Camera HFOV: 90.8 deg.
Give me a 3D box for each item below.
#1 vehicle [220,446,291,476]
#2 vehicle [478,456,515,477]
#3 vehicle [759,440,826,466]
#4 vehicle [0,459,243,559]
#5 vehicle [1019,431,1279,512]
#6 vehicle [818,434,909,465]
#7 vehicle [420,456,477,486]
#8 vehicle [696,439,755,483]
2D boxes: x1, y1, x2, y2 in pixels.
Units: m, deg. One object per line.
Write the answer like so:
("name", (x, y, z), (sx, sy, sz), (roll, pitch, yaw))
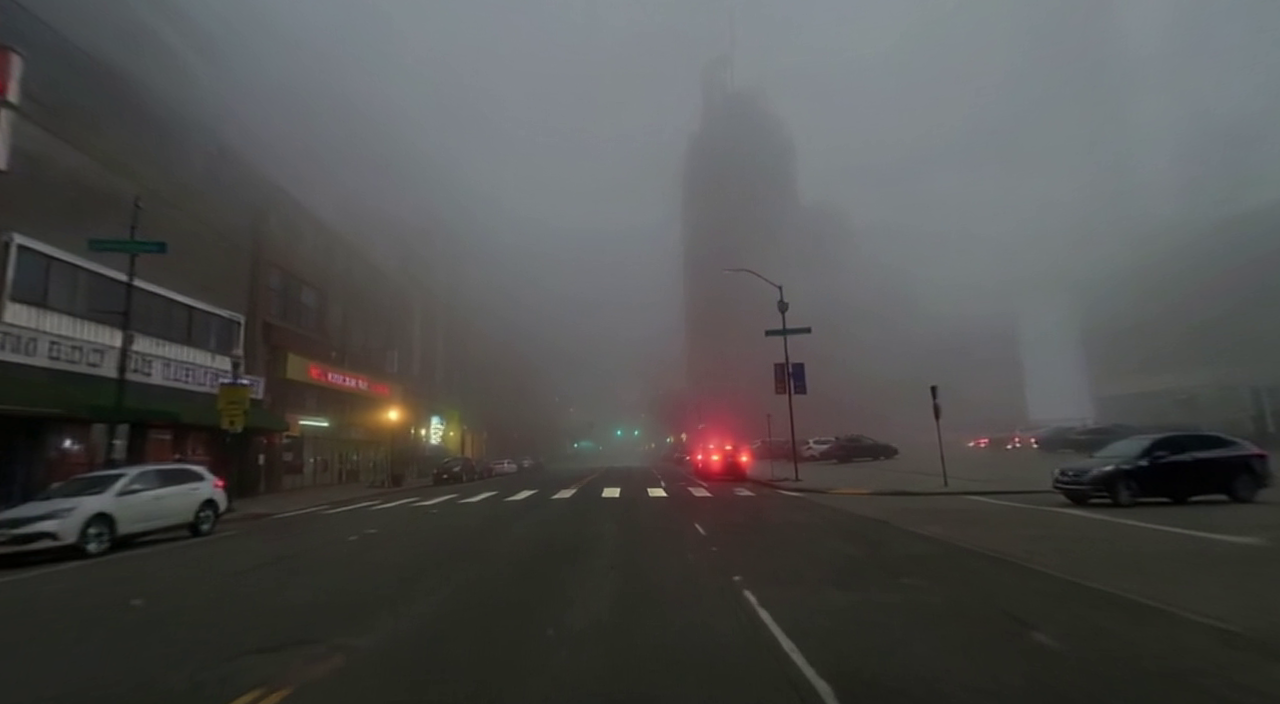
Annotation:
("vehicle", (-22.587, 6.369, 37.276), (1.778, 1.639, 4.019), (0, -8, -3))
("vehicle", (-11.017, 8.799, 48.835), (1.861, 1.473, 4.633), (0, -8, -1))
("vehicle", (10.360, 6.885, 43.156), (4.018, 1.645, 1.875), (1, -8, -5))
("vehicle", (-10.962, 3.219, 13.648), (1.943, 1.713, 4.153), (-1, -8, 2))
("vehicle", (10.698, 2.391, 12.934), (4.611, 1.494, 1.982), (0, -8, -3))
("vehicle", (13.484, 5.905, 38.338), (4.732, 1.746, 2.141), (0, -8, 1))
("vehicle", (-11.058, 6.874, 36.871), (2.018, 1.553, 4.407), (0, -8, -1))
("vehicle", (3.745, 4.869, 28.604), (2.118, 1.779, 5.121), (0, -8, 2))
